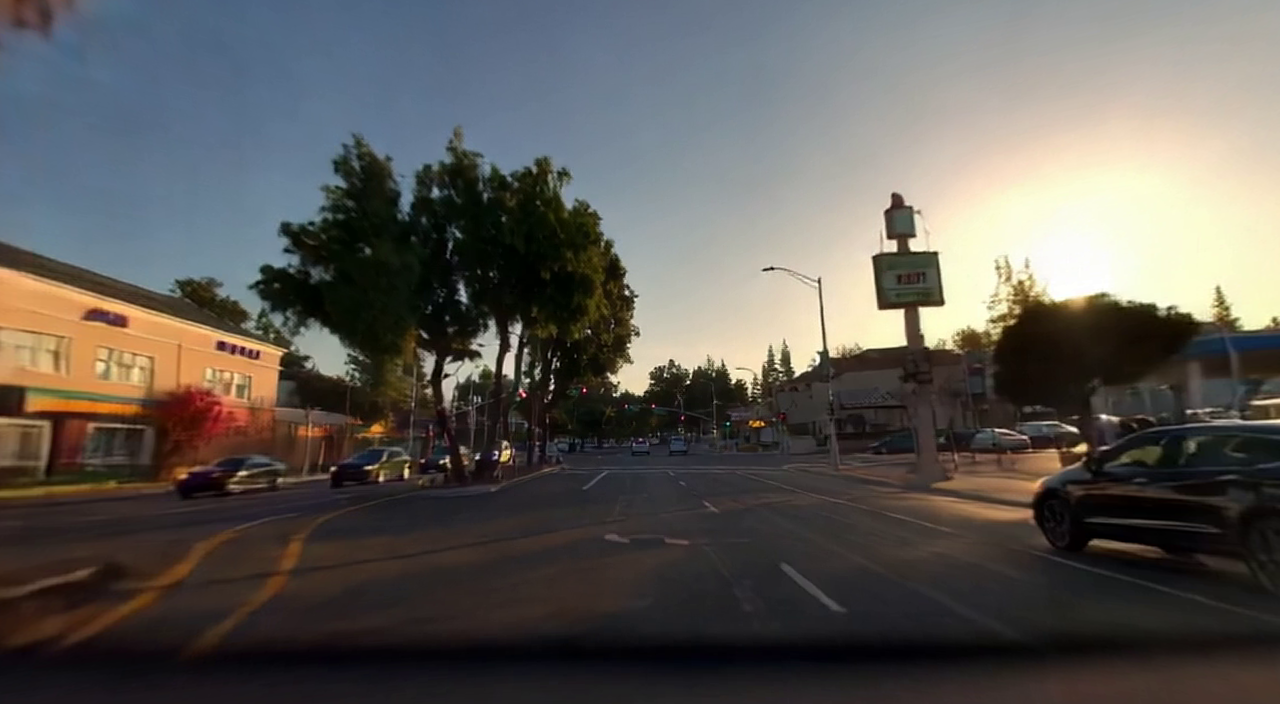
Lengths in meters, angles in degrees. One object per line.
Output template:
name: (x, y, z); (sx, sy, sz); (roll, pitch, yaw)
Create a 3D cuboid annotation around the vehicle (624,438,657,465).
vehicle: (0.036, 6.777, 43.161); (2.177, 1.754, 3.815); (0, -8, 1)

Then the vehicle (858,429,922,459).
vehicle: (16.257, 6.004, 41.504); (2.144, 1.816, 4.688); (-1, -8, -1)

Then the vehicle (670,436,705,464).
vehicle: (3.453, 7.296, 47.205); (2.190, 1.913, 5.174); (0, -8, 0)

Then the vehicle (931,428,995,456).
vehicle: (21.313, 5.956, 41.916); (1.932, 1.729, 4.354); (-1, -8, 0)

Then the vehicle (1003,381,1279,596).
vehicle: (6.442, 1.369, 6.800); (2.066, 1.807, 4.893); (0, -8, -1)

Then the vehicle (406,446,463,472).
vehicle: (-12.839, 6.695, 39.867); (1.974, 1.557, 4.790); (0, -8, 0)

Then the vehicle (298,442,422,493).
vehicle: (-9.378, 3.888, 21.750); (2.042, 1.555, 4.748); (0, -8, 1)

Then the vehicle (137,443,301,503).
vehicle: (-12.622, 3.613, 19.414); (1.972, 1.590, 4.370); (0, -8, 1)
